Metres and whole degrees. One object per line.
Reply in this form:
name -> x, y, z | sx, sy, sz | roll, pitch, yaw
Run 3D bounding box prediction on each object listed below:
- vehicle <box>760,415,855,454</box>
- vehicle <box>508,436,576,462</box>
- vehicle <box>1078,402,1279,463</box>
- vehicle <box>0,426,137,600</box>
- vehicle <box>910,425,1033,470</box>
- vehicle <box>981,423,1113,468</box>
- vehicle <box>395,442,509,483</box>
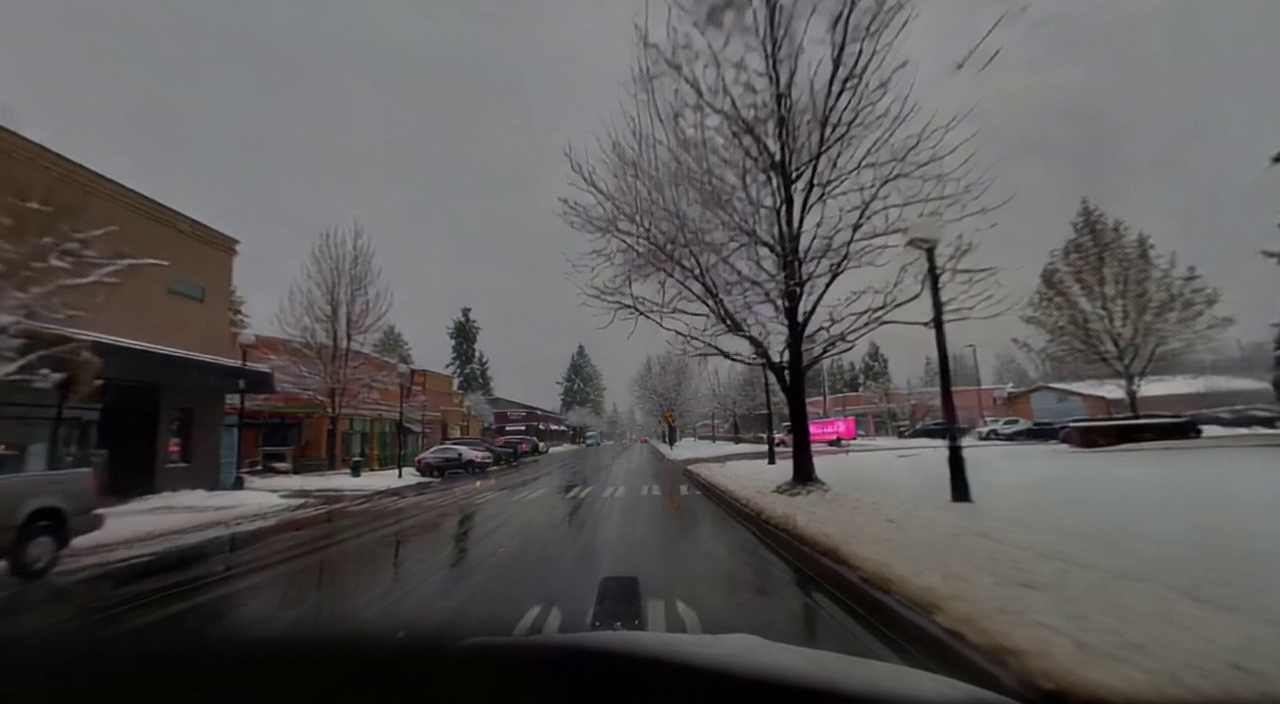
vehicle -> 10.867, 5.375, 41.075 | 5.453, 1.794, 2.011 | -7, -6, -1
vehicle -> -6.993, 6.977, 45.470 | 2.050, 1.758, 4.585 | -7, -11, 41
vehicle -> 19.483, 3.023, 23.216 | 2.266, 1.971, 5.467 | 1, -8, -6
vehicle -> -7.481, 1.600, 5.900 | 1.950, 1.743, 4.312 | -1, -7, 0
vehicle -> 11.733, 3.419, 22.684 | 1.950, 1.429, 4.589 | 0, -8, 0
vehicle -> 14.734, 3.445, 23.150 | 1.934, 1.477, 4.373 | 0, -8, 0
vehicle -> -8.738, 5.131, 29.520 | 1.879, 1.543, 4.778 | -13, -13, 43
